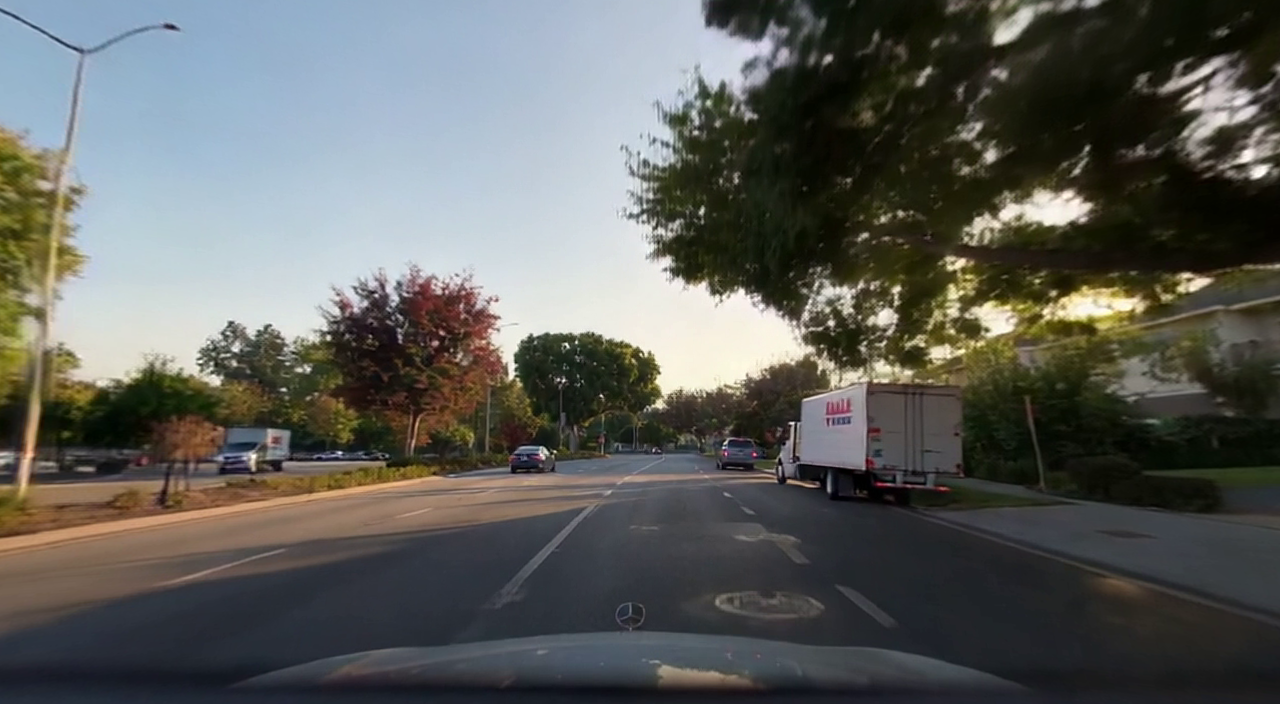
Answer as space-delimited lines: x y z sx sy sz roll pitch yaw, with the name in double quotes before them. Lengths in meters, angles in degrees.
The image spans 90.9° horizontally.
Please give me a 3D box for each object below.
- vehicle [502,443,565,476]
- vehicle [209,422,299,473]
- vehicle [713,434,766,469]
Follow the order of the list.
"vehicle" -5.105 5.241 30.968 2.060 1.473 4.645 0 -8 3
"vehicle" -22.547 5.624 37.206 2.421 2.746 5.968 2 -8 -11
"vehicle" 6.184 6.284 40.138 2.695 2.013 6.661 0 -8 4
